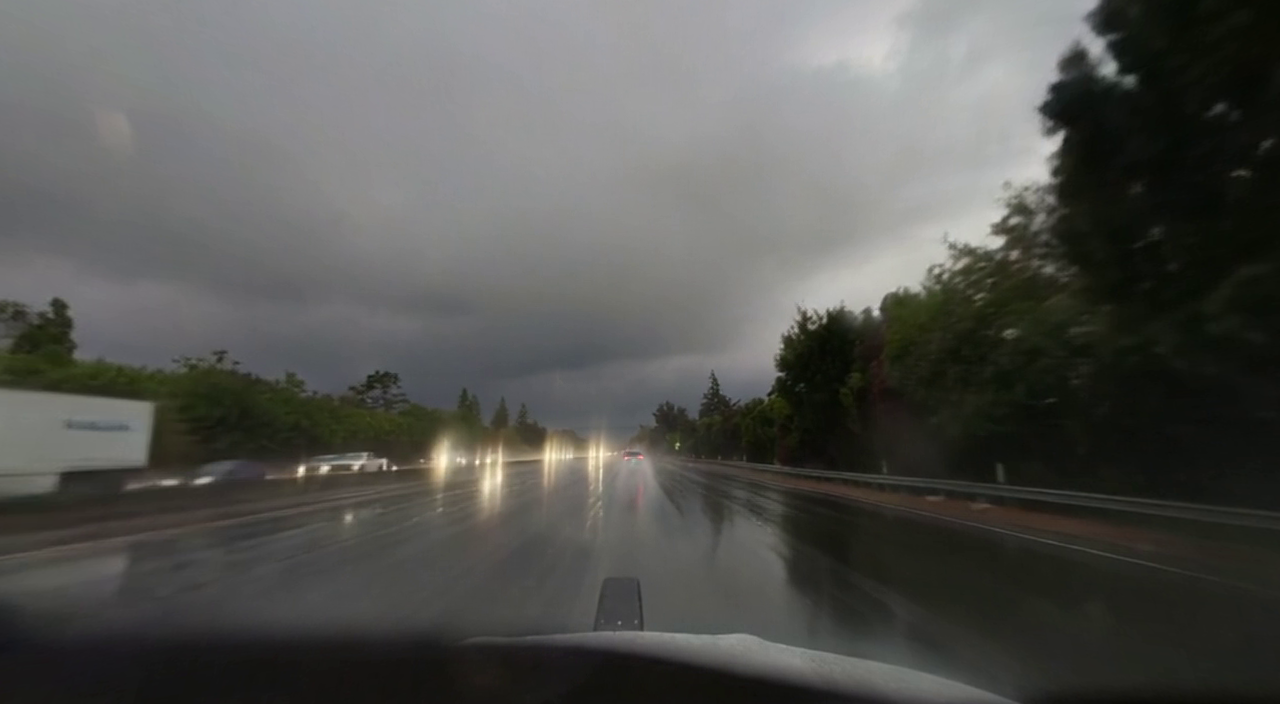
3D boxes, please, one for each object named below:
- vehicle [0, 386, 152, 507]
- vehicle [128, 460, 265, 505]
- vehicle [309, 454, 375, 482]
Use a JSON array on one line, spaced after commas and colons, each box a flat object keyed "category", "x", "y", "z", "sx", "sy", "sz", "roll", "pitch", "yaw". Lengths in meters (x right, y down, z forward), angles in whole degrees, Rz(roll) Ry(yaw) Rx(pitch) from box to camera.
[{"category": "vehicle", "x": -22.786, "y": 3.037, "z": 20.155, "sx": 2.894, "sy": 4.016, "sz": 14.067, "roll": 0, "pitch": -9, "yaw": 0}, {"category": "vehicle", "x": -16.967, "y": 4.970, "z": 24.324, "sx": 1.890, "sy": 1.499, "sz": 4.573, "roll": 0, "pitch": -9, "yaw": 1}, {"category": "vehicle", "x": -18.905, "y": 7.359, "z": 39.968, "sx": 1.926, "sy": 1.583, "sz": 4.652, "roll": 0, "pitch": -9, "yaw": 0}]
